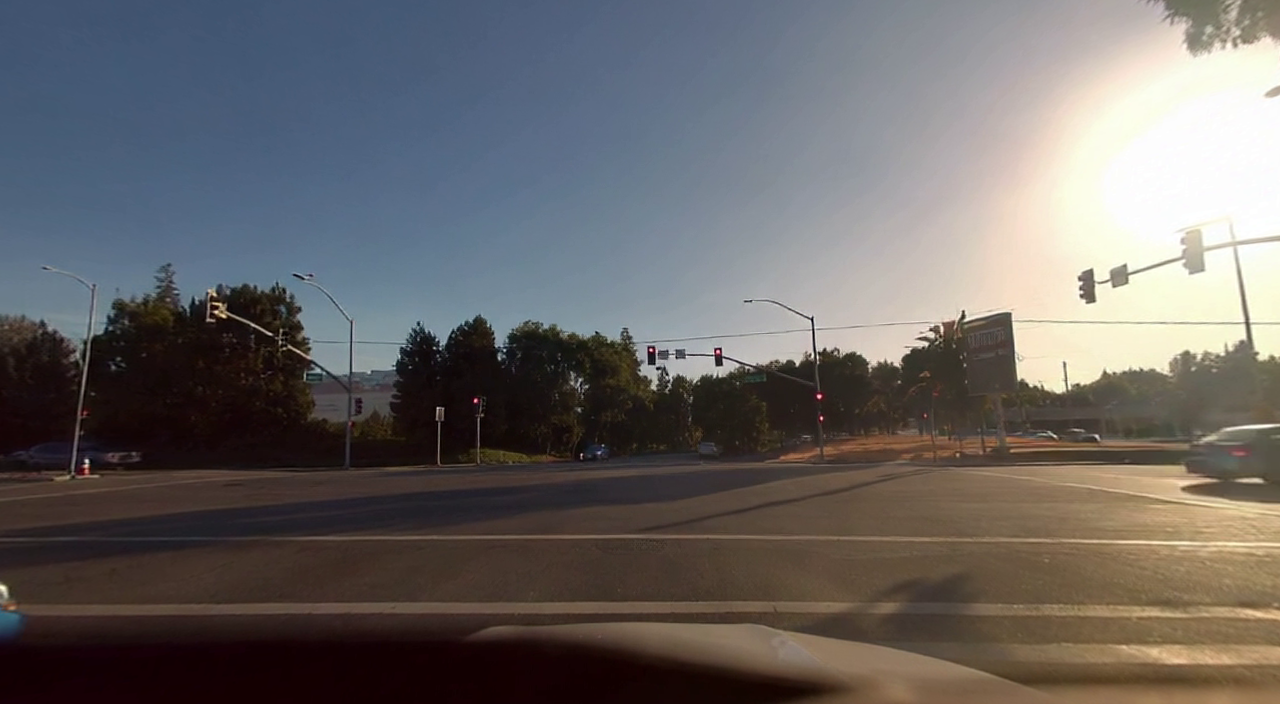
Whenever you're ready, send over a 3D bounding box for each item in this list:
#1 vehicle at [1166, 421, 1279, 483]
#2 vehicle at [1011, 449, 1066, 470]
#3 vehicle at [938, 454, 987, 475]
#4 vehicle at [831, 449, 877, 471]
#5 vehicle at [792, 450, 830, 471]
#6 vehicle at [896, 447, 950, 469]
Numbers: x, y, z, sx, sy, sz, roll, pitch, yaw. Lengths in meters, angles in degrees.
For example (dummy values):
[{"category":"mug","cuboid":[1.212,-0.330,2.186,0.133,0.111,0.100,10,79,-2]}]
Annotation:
[{"category":"vehicle","cuboid":[16.399,2.570,16.275,3.894,1.490,1.810,-1,-8,3]},{"category":"vehicle","cuboid":[28.495,7.673,45.205,1.662,1.440,3.583,-1,-8,3]},{"category":"vehicle","cuboid":[23.014,8.000,45.051,1.633,1.324,3.449,-1,-8,-1]},{"category":"vehicle","cuboid":[15.534,7.838,45.965,1.714,1.458,4.206,0,-8,-2]},{"category":"vehicle","cuboid":[12.575,7.941,46.482,1.647,1.386,3.725,-1,-8,-1]},{"category":"vehicle","cuboid":[20.592,7.682,46.036,1.815,1.515,4.552,0,-8,0]}]
